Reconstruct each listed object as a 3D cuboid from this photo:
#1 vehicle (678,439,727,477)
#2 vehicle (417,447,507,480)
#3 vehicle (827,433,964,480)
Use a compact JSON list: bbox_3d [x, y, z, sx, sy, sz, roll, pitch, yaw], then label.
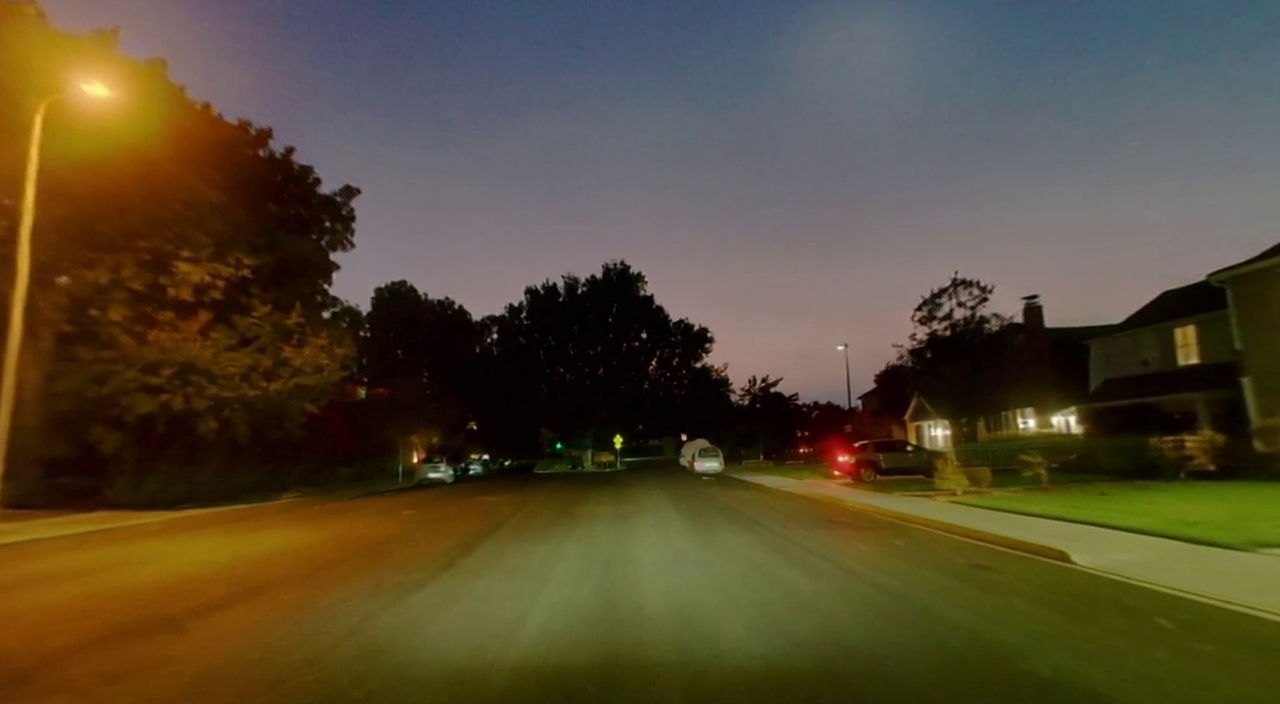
[{"bbox_3d":[3.347,5.802,34.834,2.051,1.925,4.625,0,-9,-3],"label":"vehicle"},{"bbox_3d":[-10.389,6.486,37.061,4.620,1.695,2.004,5,-11,-39],"label":"vehicle"},{"bbox_3d":[10.405,4.275,25.991,4.733,1.843,2.005,0,-9,1],"label":"vehicle"}]
